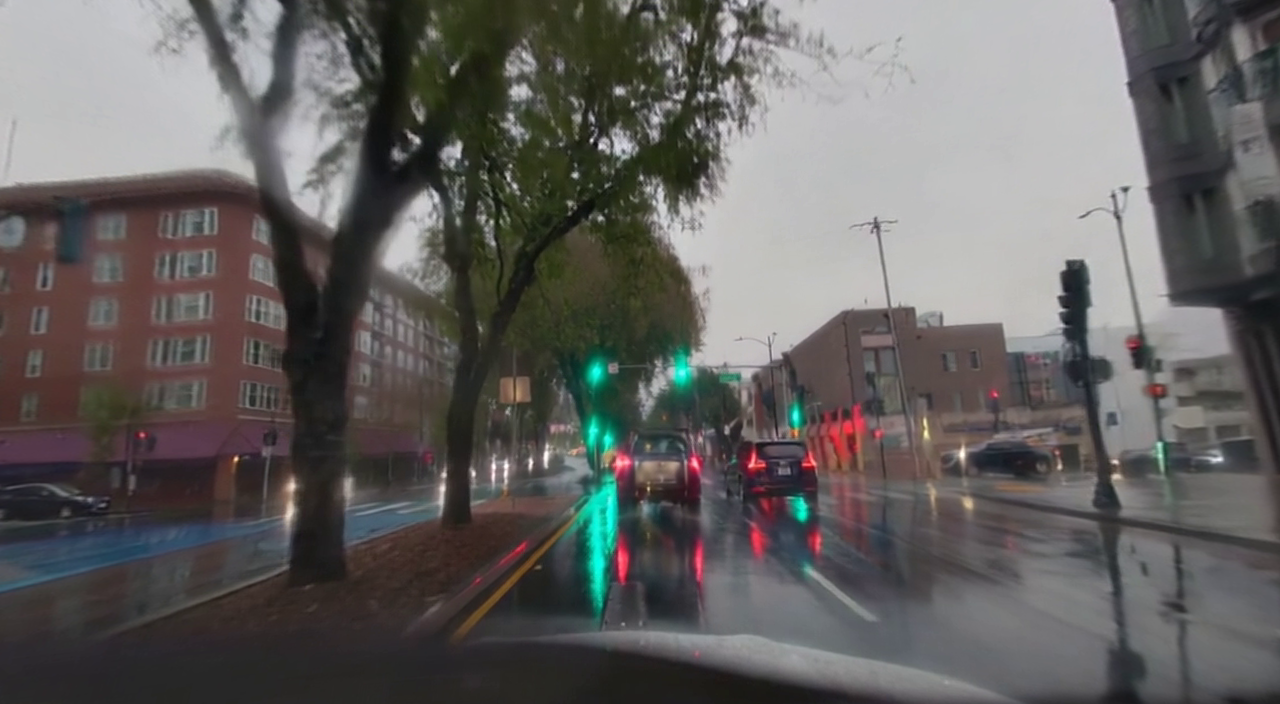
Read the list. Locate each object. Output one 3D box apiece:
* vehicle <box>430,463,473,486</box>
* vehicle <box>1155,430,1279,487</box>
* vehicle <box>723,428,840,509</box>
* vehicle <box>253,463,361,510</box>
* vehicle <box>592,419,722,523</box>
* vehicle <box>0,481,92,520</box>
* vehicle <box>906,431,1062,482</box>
[{"bbox_3d":[-13.999,9.152,47.169,1.856,1.521,4.309,0,-9,0],"label":"vehicle"},{"bbox_3d":[18.837,3.250,19.371,4.248,1.642,1.961,0,-9,0],"label":"vehicle"},{"bbox_3d":[3.362,2.864,15.868,1.939,1.746,4.091,0,-9,-1],"label":"vehicle"},{"bbox_3d":[-13.582,5.471,26.059,2.035,1.619,4.327,0,-9,1],"label":"vehicle"},{"bbox_3d":[0.283,2.344,12.869,2.209,1.748,4.130,0,-9,0],"label":"vehicle"},{"bbox_3d":[-27.716,6.796,28.921,3.416,1.466,1.840,1,-7,0],"label":"vehicle"},{"bbox_3d":[14.183,4.362,26.324,5.156,2.005,2.122,-1,-9,6],"label":"vehicle"}]
